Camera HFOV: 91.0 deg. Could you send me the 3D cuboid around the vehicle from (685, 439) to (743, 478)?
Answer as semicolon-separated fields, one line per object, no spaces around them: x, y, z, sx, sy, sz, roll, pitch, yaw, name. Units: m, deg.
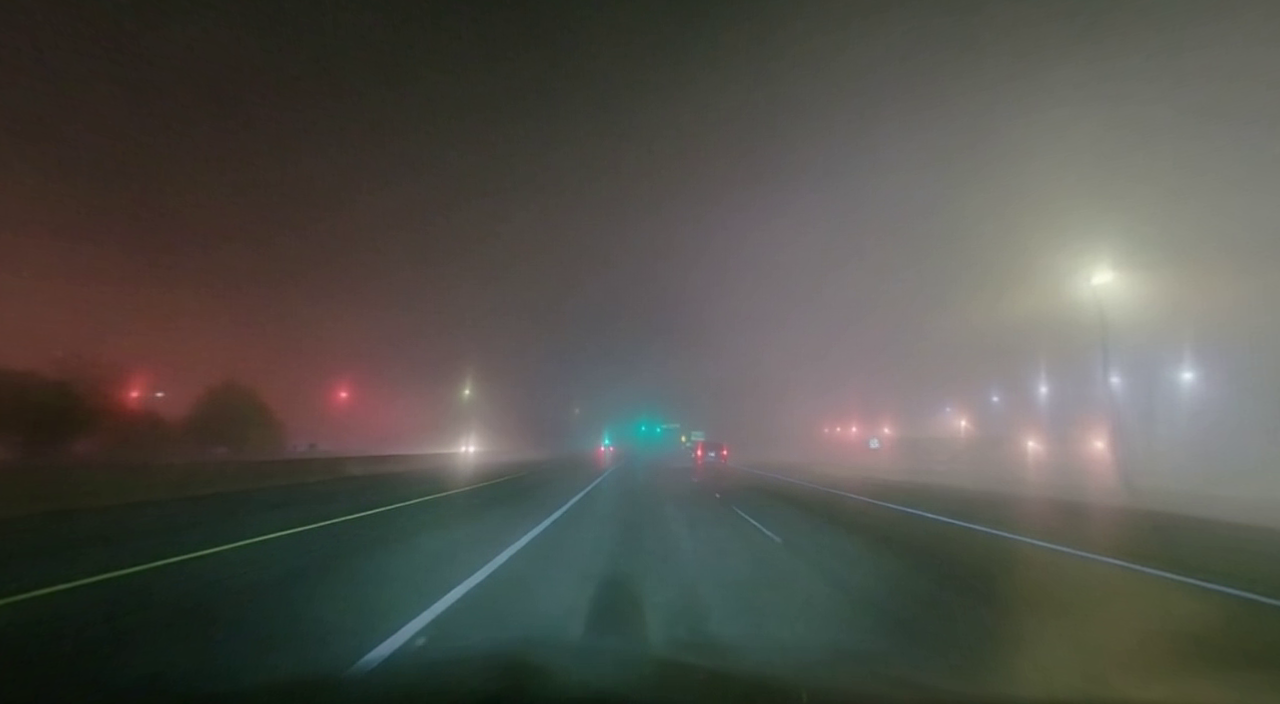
3.198;4.723;28.176;2.085;1.594;4.848;0;-9;0;vehicle
